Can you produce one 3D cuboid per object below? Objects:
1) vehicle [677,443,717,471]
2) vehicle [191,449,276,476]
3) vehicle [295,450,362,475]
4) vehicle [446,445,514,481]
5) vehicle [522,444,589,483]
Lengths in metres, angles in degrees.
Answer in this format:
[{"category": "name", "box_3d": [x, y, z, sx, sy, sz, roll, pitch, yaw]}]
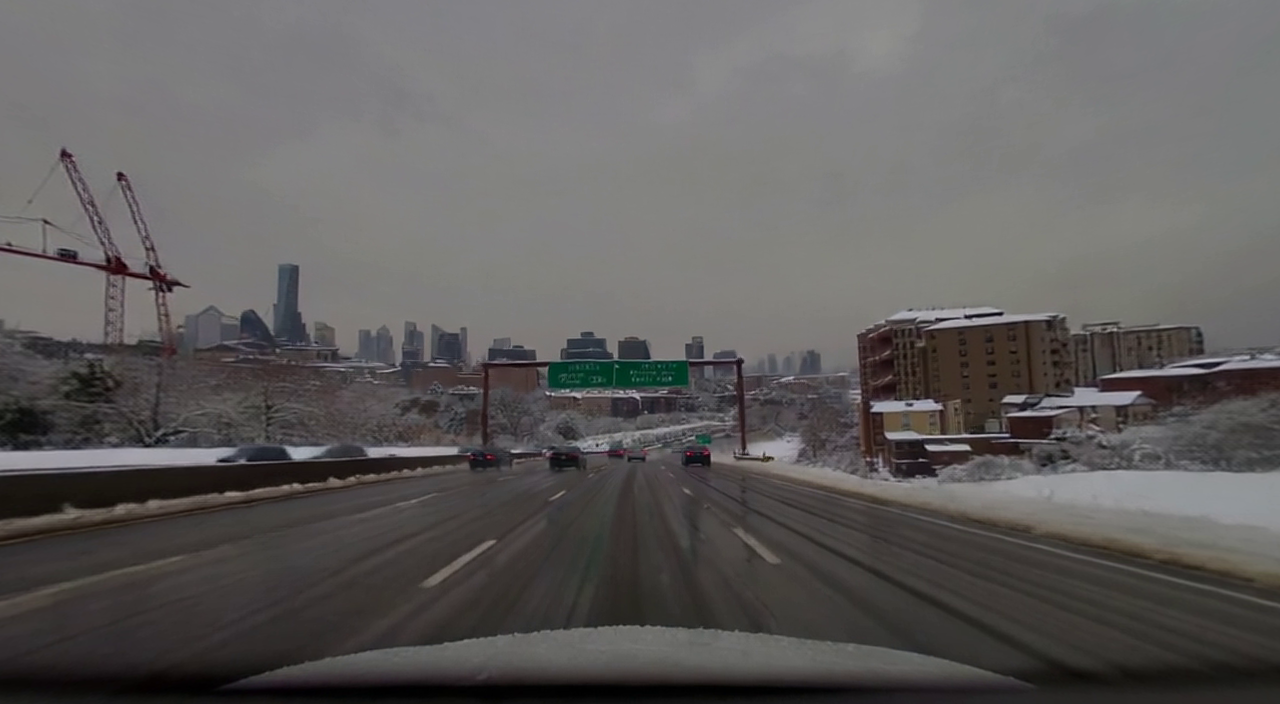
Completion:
[{"category": "vehicle", "box_3d": [3.346, 6.232, 37.730, 1.978, 1.602, 4.092, 0, -8, 0]}, {"category": "vehicle", "box_3d": [-24.310, 6.604, 38.030, 1.959, 1.516, 4.704, 0, -9, 1]}, {"category": "vehicle", "box_3d": [-19.883, 7.024, 40.523, 1.844, 1.454, 4.593, -1, -8, 2]}, {"category": "vehicle", "box_3d": [-7.267, 5.050, 29.061, 1.951, 1.528, 4.209, 0, -8, 1]}, {"category": "vehicle", "box_3d": [-3.492, 4.685, 26.918, 2.136, 1.512, 4.488, 0, -8, 1]}]
